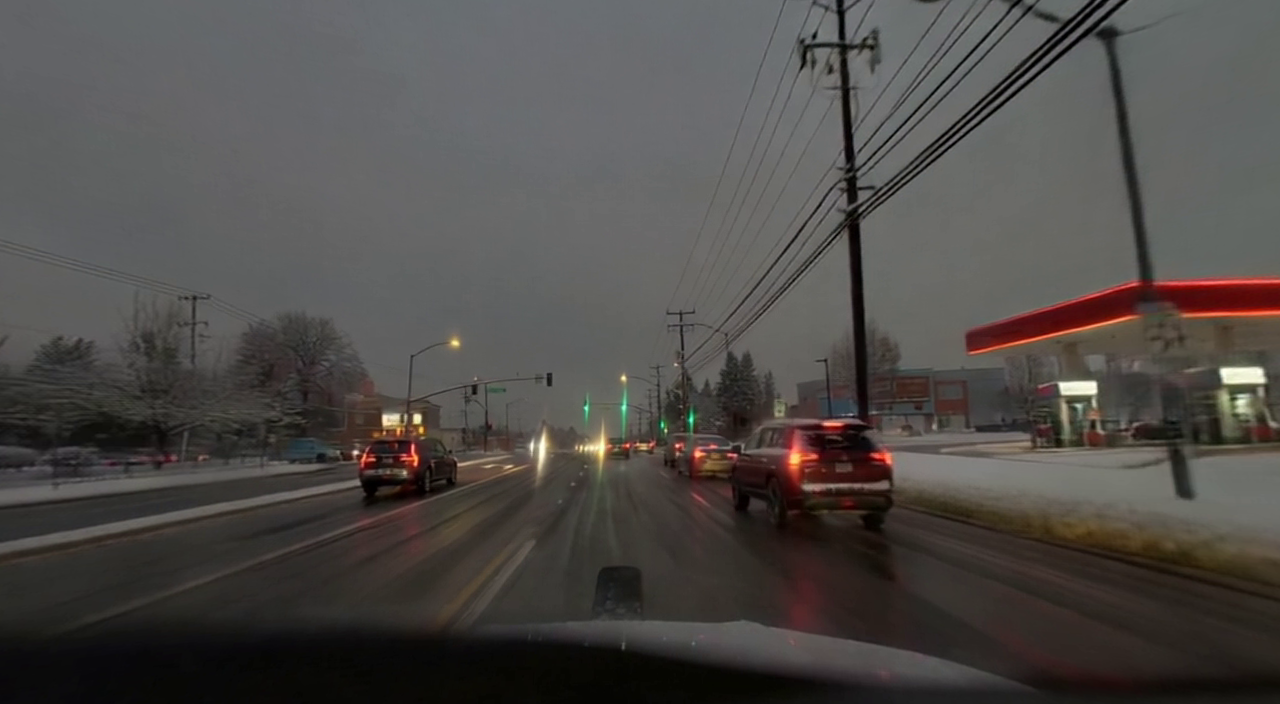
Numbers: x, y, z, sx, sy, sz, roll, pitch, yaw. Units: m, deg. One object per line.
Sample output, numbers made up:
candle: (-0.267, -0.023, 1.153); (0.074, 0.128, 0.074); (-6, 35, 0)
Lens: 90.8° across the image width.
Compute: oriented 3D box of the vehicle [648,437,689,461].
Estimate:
vehicle: (1.762, 6.211, 40.458); (2.208, 1.436, 4.542); (0, -8, -3)

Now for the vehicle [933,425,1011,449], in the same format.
vehicle: (22.521, 5.830, 43.095); (1.934, 1.570, 5.073); (1, -9, -10)

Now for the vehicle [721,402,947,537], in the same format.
vehicle: (2.990, 1.966, 11.196); (2.124, 1.824, 4.973); (0, -8, -4)

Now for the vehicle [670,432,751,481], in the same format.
vehicle: (2.292, 3.548, 21.663); (1.945, 1.470, 4.363); (0, -8, -4)

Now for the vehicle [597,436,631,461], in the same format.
vehicle: (-1.662, 6.123, 40.100); (2.065, 1.484, 3.894); (0, -8, -3)

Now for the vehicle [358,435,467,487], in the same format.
vehicle: (-7.070, 3.421, 20.184); (2.075, 1.470, 4.190); (0, -8, -3)
